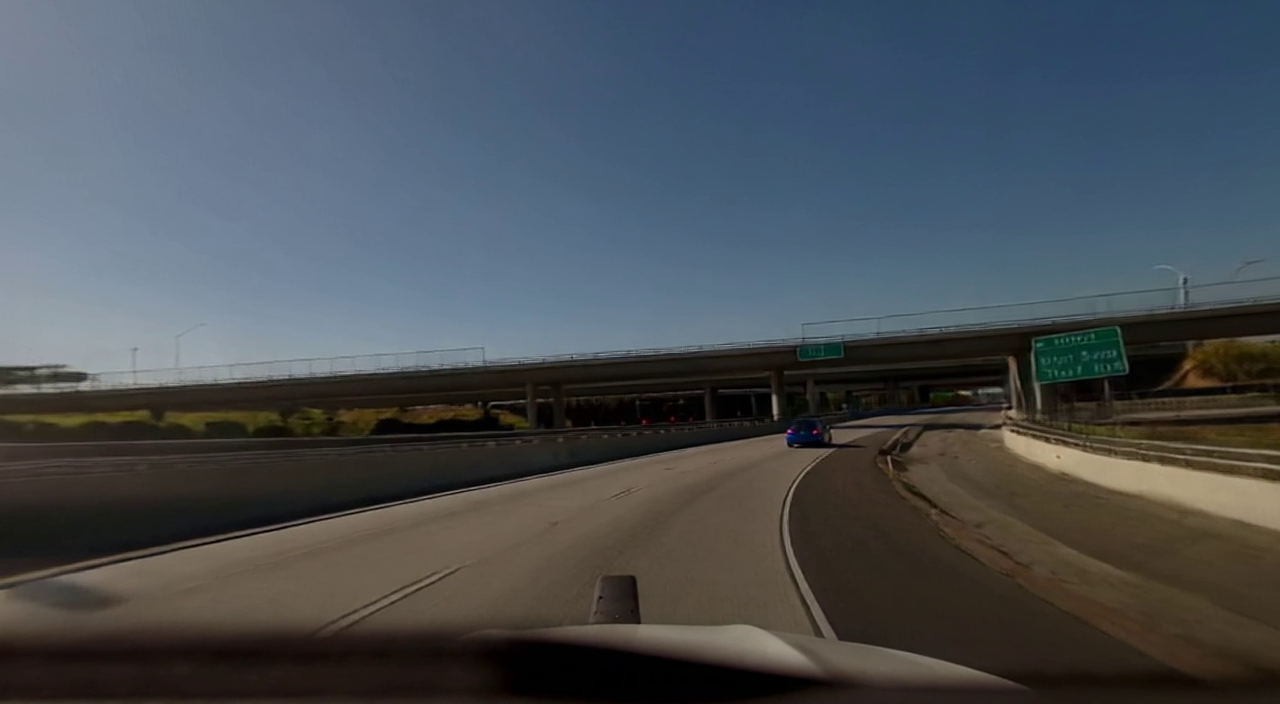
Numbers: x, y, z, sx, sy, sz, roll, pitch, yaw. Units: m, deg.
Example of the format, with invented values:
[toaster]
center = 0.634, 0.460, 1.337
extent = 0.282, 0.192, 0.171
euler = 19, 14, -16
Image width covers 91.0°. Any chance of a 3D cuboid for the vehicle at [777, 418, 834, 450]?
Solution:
[vehicle]
center = 8.307, 4.098, 31.434
extent = 2.028, 1.440, 3.970
euler = -2, -8, 25
